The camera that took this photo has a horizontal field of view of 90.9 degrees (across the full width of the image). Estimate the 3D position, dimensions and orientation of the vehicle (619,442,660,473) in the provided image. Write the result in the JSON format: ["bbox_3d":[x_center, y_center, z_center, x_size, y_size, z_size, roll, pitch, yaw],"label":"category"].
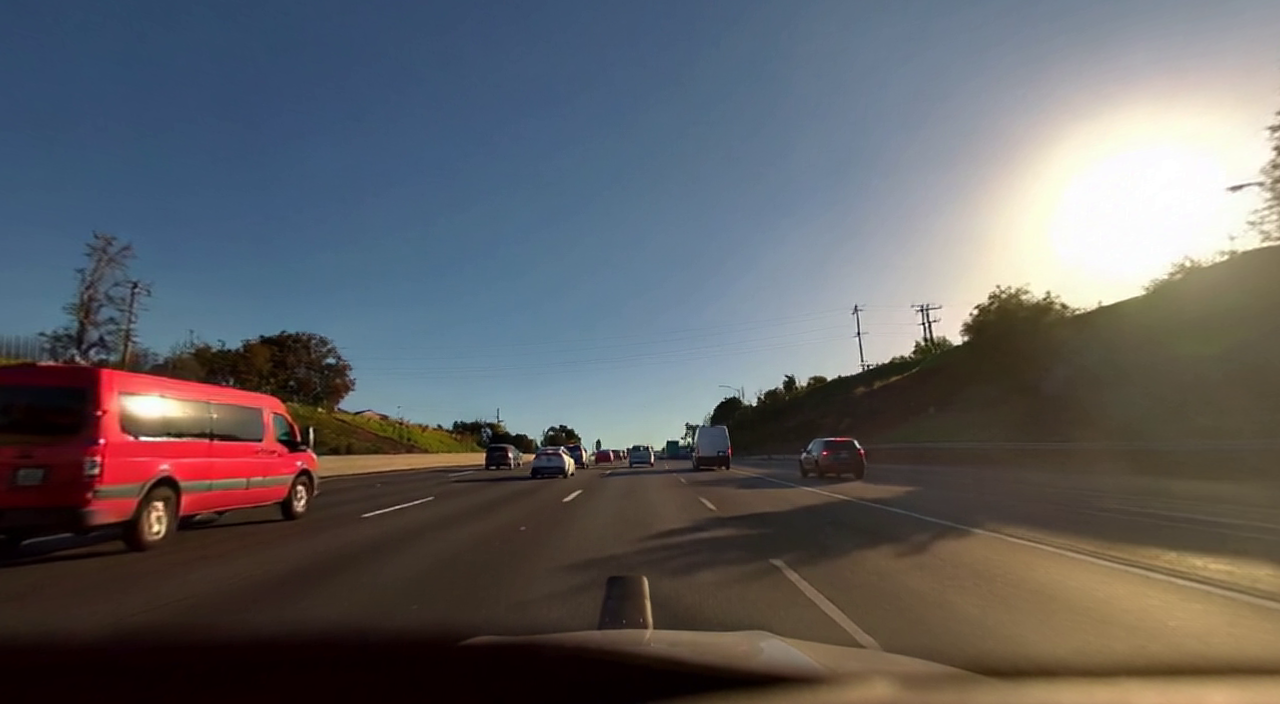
[{"bbox_3d":[0.007,5.801,34.852,2.115,1.617,4.102,0,-9,1],"label":"vehicle"}]

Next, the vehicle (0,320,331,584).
[{"bbox_3d":[-7.587,1.475,9.712,2.336,2.708,6.421,0,-9,0],"label":"vehicle"}]

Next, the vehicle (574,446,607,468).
[{"bbox_3d":[-3.549,7.539,45.614,1.987,1.466,4.341,0,-9,1],"label":"vehicle"}]

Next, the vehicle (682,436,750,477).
[{"bbox_3d":[3.736,5.292,32.319,2.777,1.895,5.710,0,-9,0],"label":"vehicle"}]

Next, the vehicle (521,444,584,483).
[{"bbox_3d":[-3.518,4.568,26.159,1.970,1.483,4.071,0,-9,1],"label":"vehicle"}]

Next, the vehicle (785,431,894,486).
[{"bbox_3d":[7.428,4.051,24.267,2.304,1.840,5.706,0,-8,0],"label":"vehicle"}]

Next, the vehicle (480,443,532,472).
[{"bbox_3d":[-7.678,6.087,36.496,1.961,1.562,4.301,0,-9,1],"label":"vehicle"}]
